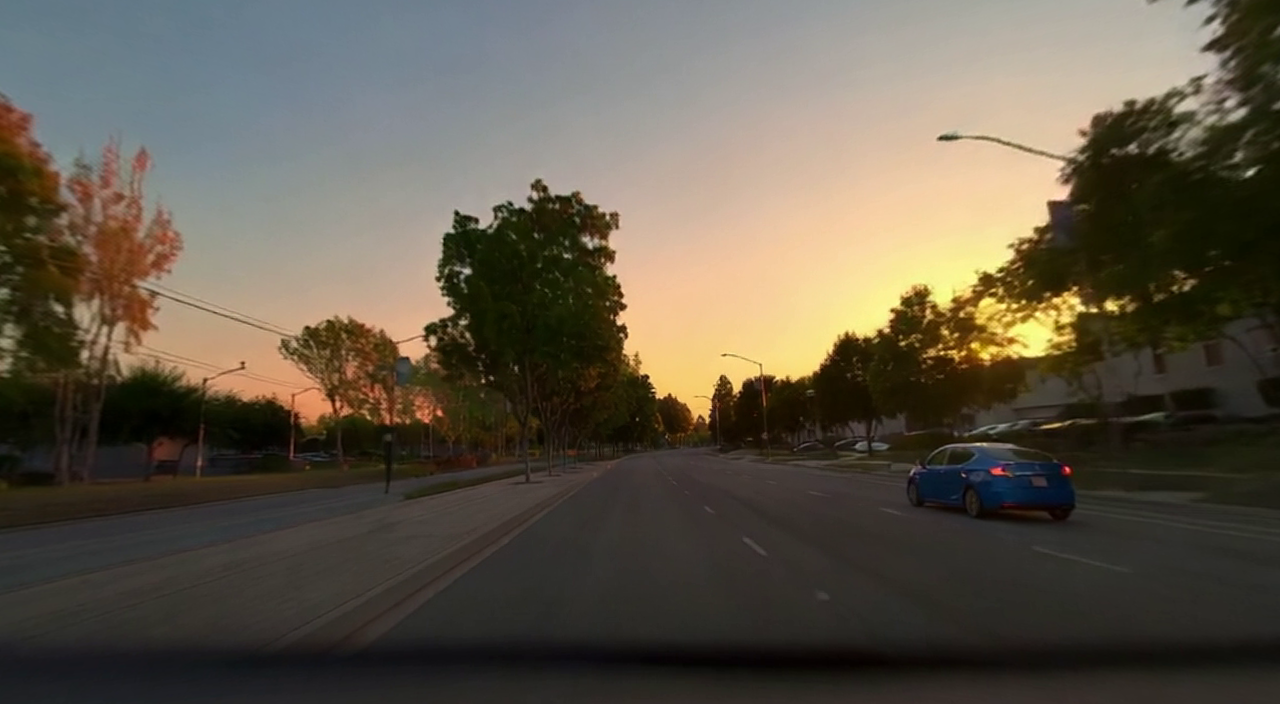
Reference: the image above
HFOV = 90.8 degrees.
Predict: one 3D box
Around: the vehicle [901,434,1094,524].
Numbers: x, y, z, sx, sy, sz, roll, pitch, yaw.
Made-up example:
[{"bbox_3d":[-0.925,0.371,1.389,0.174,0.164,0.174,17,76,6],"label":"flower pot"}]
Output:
[{"bbox_3d":[6.917,2.451,12.707,1.797,1.518,3.433,0,-8,-1],"label":"vehicle"}]
